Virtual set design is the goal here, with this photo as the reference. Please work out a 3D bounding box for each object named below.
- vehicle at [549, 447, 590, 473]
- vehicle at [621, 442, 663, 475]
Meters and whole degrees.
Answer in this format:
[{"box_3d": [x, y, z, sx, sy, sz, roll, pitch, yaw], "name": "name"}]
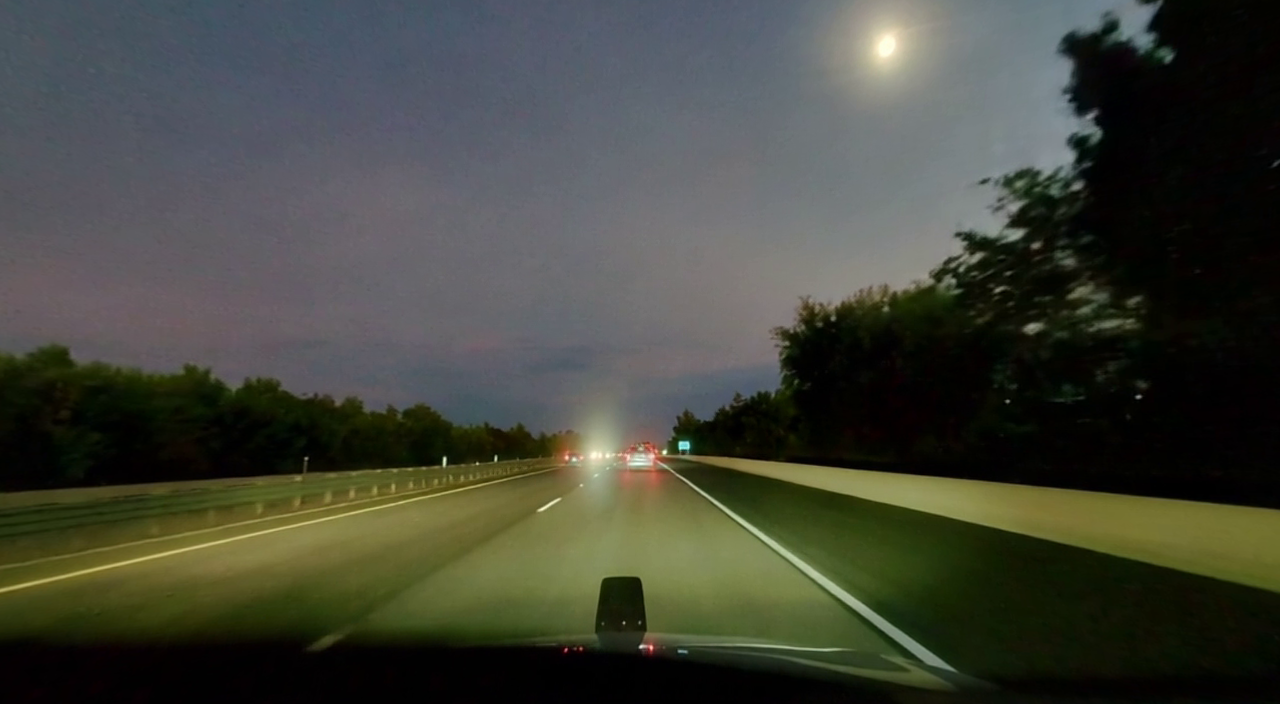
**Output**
[{"box_3d": [-4.290, 6.651, 38.985, 2.031, 1.482, 4.248, 0, -9, 0], "name": "vehicle"}, {"box_3d": [0.089, 5.770, 34.297, 2.172, 1.687, 3.929, 0, -9, 0], "name": "vehicle"}]
